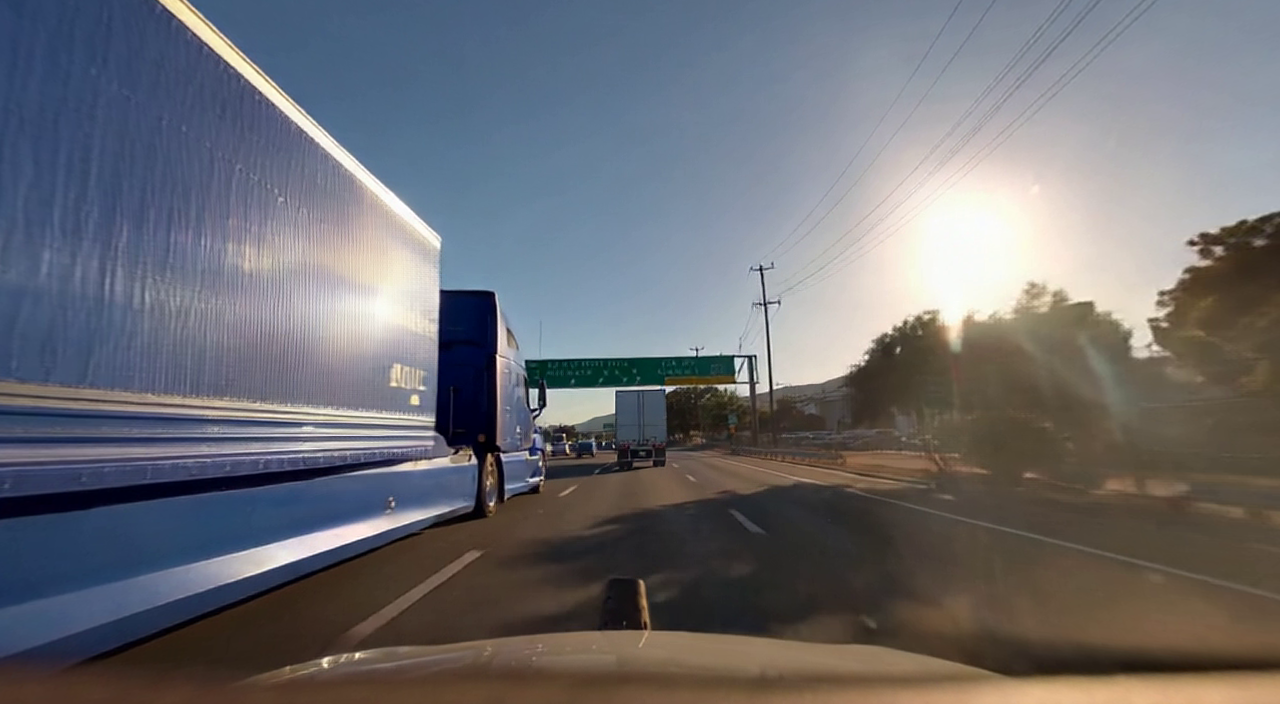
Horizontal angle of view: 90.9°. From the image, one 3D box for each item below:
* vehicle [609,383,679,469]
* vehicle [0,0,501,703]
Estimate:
[{"bbox_3d":[0.166,3.836,31.526,2.941,3.604,9.851,0,-9,0],"label":"vehicle"},{"bbox_3d":[-3.923,-0.203,3.116,2.875,4.083,15.756,0,-9,0],"label":"vehicle"}]
